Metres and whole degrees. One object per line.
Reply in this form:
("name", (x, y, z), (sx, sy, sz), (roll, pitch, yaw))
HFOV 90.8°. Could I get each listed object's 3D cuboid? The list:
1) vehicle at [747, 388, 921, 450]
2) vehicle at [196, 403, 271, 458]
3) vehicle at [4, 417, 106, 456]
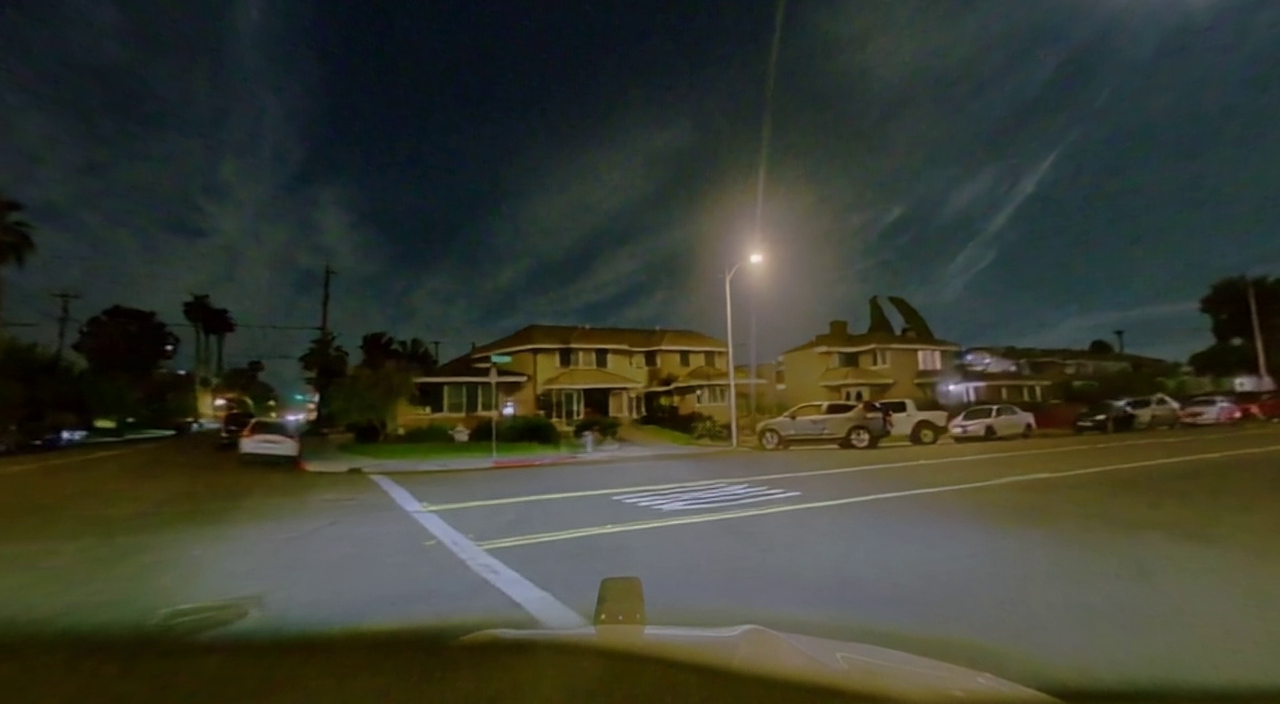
("vehicle", (6.032, 2.227, 20.128), (4.866, 1.752, 1.998), (-8, -12, 44))
("vehicle", (-16.450, 3.265, 25.785), (2.154, 2.035, 4.261), (5, -10, -29))
("vehicle", (-25.446, 3.743, 27.672), (2.071, 1.538, 4.428), (4, -9, -27))
